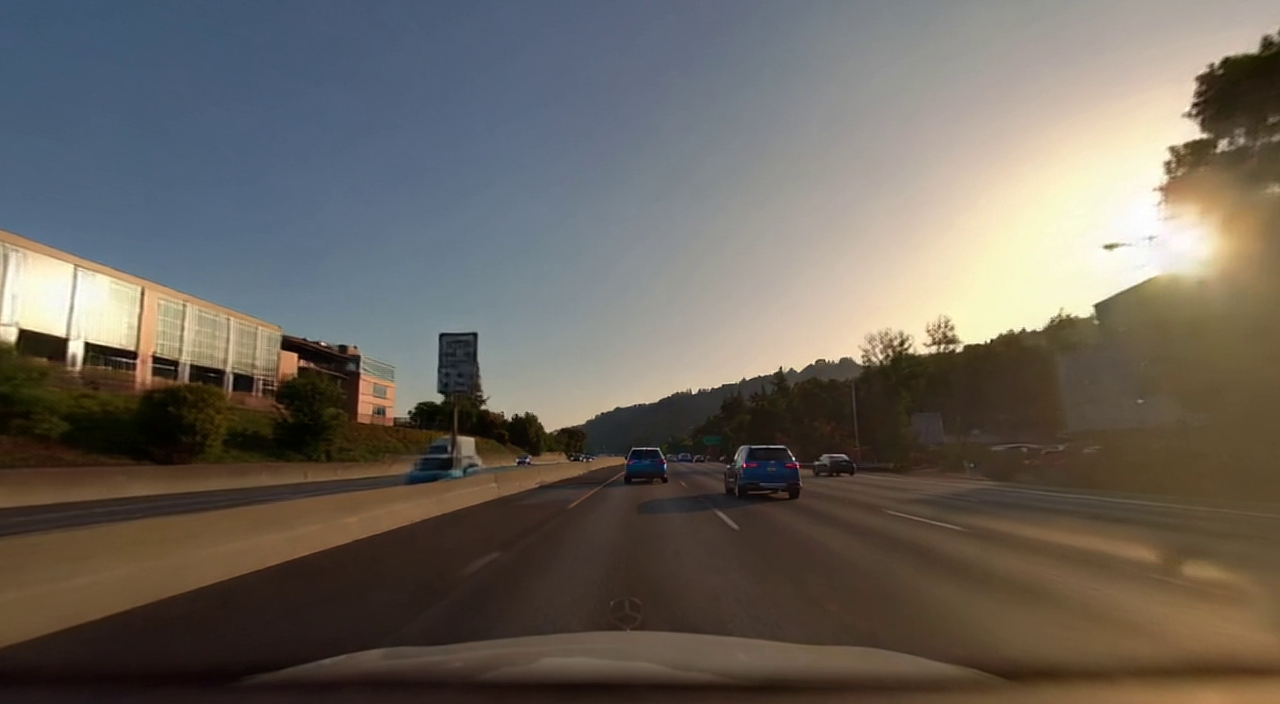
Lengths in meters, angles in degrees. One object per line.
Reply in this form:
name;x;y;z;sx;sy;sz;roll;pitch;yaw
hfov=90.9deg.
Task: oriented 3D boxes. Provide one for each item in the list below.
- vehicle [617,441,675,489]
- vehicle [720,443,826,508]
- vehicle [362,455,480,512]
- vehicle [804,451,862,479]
vehicle;0.242;4.783;27.140;2.290;1.862;4.454;0;-8;1
vehicle;3.562;3.371;17.690;2.042;1.592;4.047;0;-8;-1
vehicle;-6.654;4.024;19.852;1.830;1.466;5.021;0;-9;1
vehicle;11.365;6.677;37.546;1.985;1.503;4.842;0;-8;1
